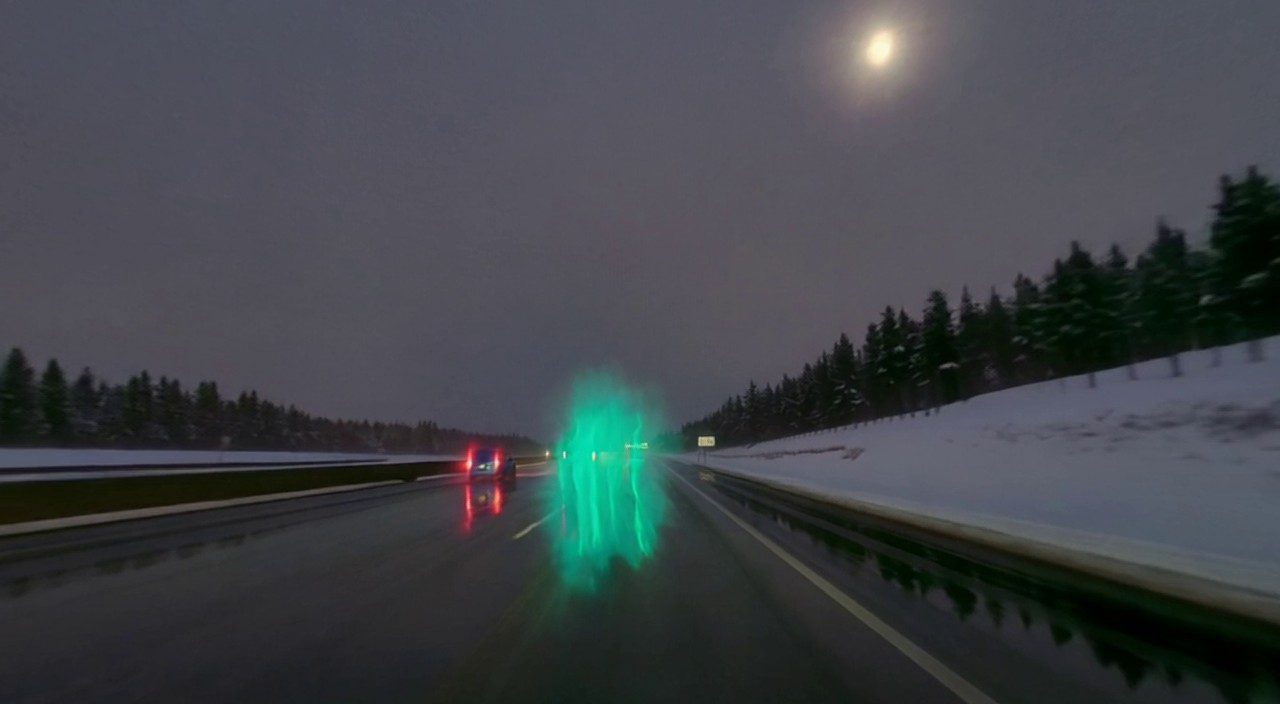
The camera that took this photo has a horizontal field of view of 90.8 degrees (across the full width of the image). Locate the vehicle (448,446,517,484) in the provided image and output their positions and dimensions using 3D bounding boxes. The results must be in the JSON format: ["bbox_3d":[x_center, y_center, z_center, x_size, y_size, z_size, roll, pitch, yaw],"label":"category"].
[{"bbox_3d":[-7.520,5.429,30.567,2.164,1.664,4.252,0,-9,1],"label":"vehicle"}]

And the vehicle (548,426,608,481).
[{"bbox_3d":[-3.063,5.234,32.591,2.437,2.565,5.829,0,-9,1],"label":"vehicle"}]
